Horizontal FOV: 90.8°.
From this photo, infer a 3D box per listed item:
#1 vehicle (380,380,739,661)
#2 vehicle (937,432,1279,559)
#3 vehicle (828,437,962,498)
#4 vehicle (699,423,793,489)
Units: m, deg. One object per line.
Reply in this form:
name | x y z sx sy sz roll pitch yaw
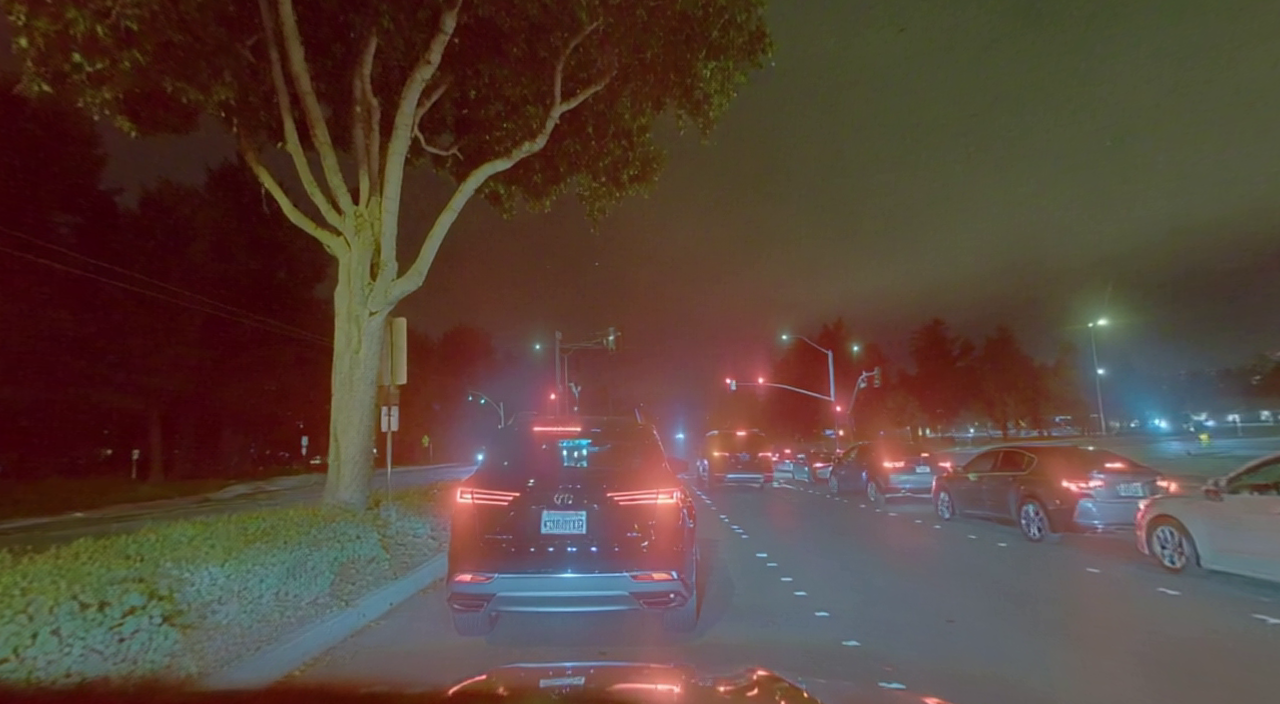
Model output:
vehicle | -0.440 1.346 6.089 2.201 1.709 4.271 0 -9 2
vehicle | 6.583 2.010 9.657 1.894 1.445 4.565 0 -9 0
vehicle | 6.951 3.188 17.826 1.890 1.489 4.415 0 -9 -1
vehicle | 3.353 3.431 21.056 2.200 1.909 4.853 0 -9 -1
